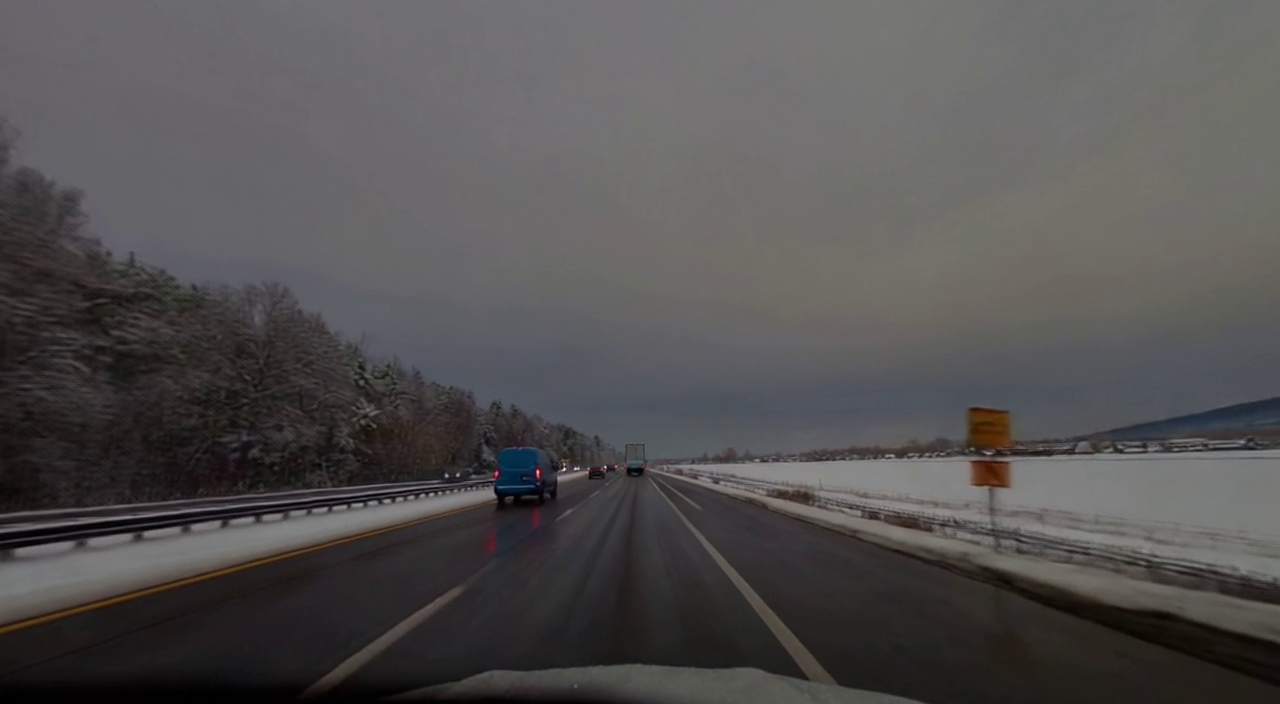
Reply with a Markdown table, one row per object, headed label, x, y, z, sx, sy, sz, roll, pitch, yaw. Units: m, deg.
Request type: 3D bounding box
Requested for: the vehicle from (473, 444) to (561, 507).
| label | x | y | z | sx | sy | sz | roll | pitch | yaw |
| --- | --- | --- | --- | --- | --- | --- | --- | --- | --- |
| vehicle | -4.239 | 4.402 | 22.607 | 2.208 | 1.973 | 4.716 | 1 | -10 | 0 |
